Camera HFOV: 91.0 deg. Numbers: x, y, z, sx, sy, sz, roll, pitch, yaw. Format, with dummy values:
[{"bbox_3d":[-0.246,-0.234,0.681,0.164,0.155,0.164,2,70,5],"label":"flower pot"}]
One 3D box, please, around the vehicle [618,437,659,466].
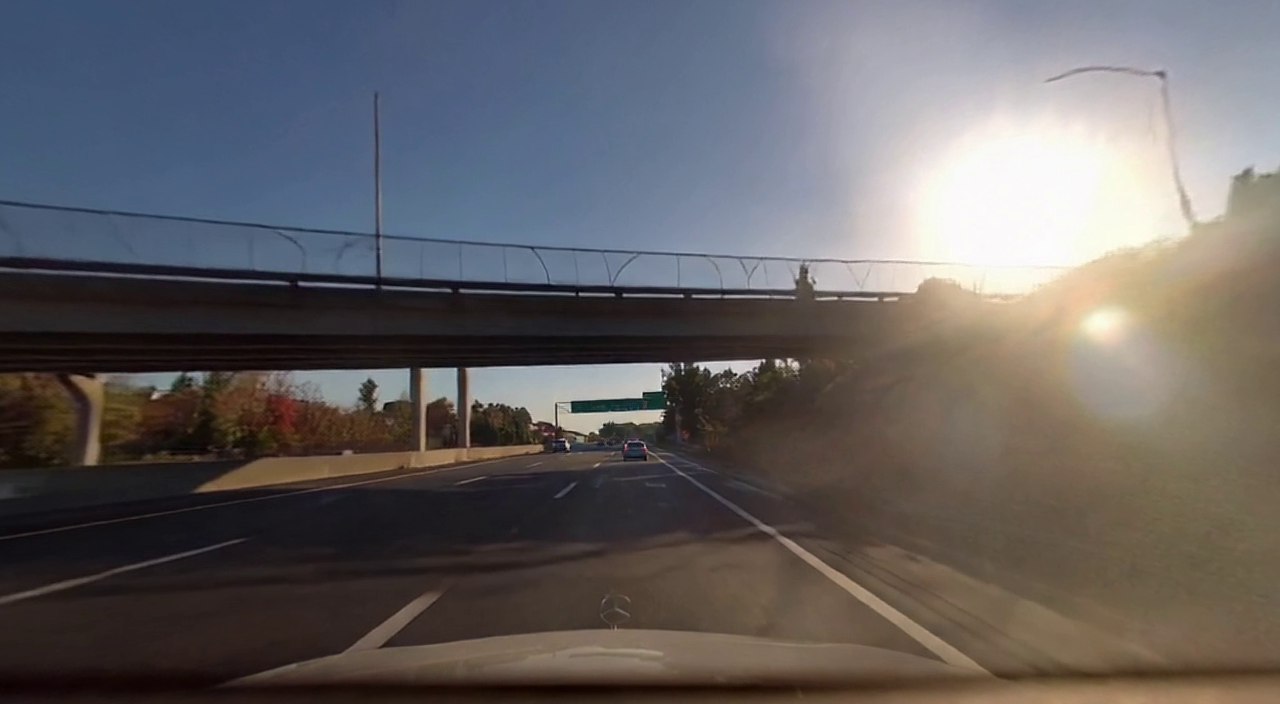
[{"bbox_3d":[-0.093,5.367,34.130,2.072,1.440,3.690,0,-8,-1],"label":"vehicle"}]
